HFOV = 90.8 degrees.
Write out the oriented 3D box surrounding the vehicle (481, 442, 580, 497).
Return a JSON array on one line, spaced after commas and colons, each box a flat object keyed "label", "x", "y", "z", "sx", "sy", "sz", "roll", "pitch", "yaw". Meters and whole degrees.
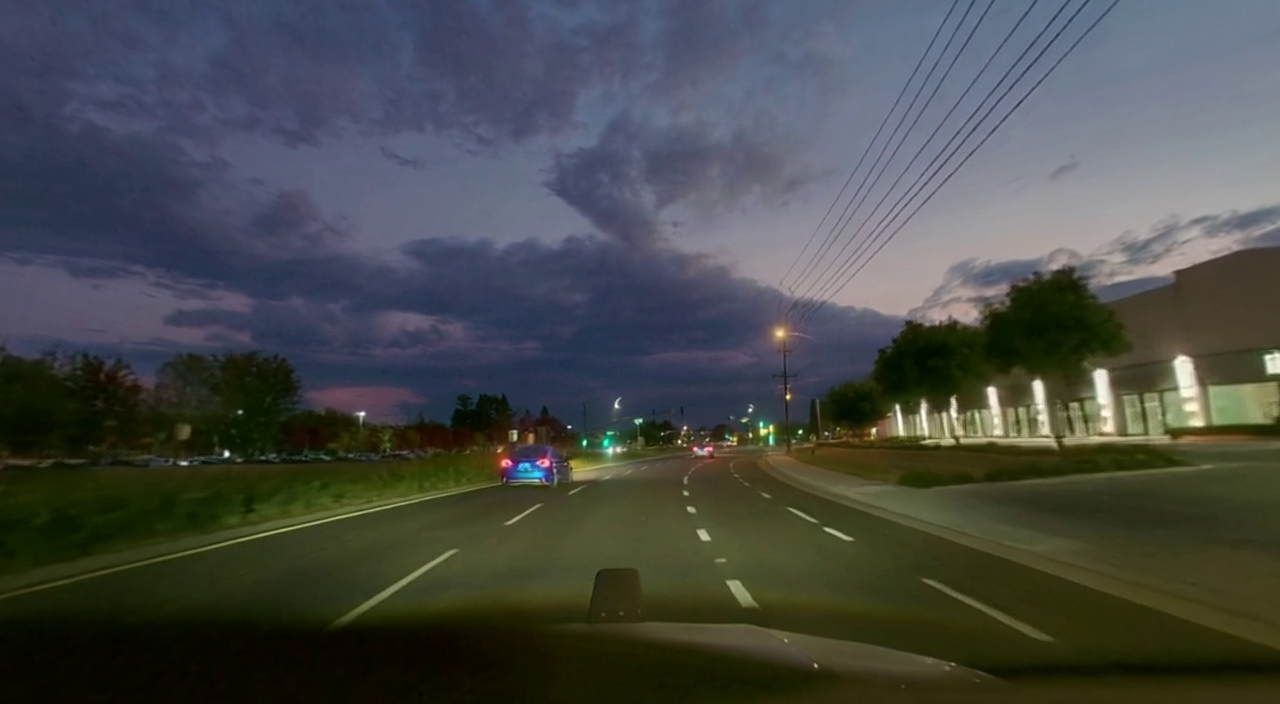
[{"label": "vehicle", "x": -3.245, "y": 3.587, "z": 19.717, "sx": 1.928, "sy": 1.488, "sz": 4.635, "roll": -1, "pitch": -8, "yaw": 4}]
